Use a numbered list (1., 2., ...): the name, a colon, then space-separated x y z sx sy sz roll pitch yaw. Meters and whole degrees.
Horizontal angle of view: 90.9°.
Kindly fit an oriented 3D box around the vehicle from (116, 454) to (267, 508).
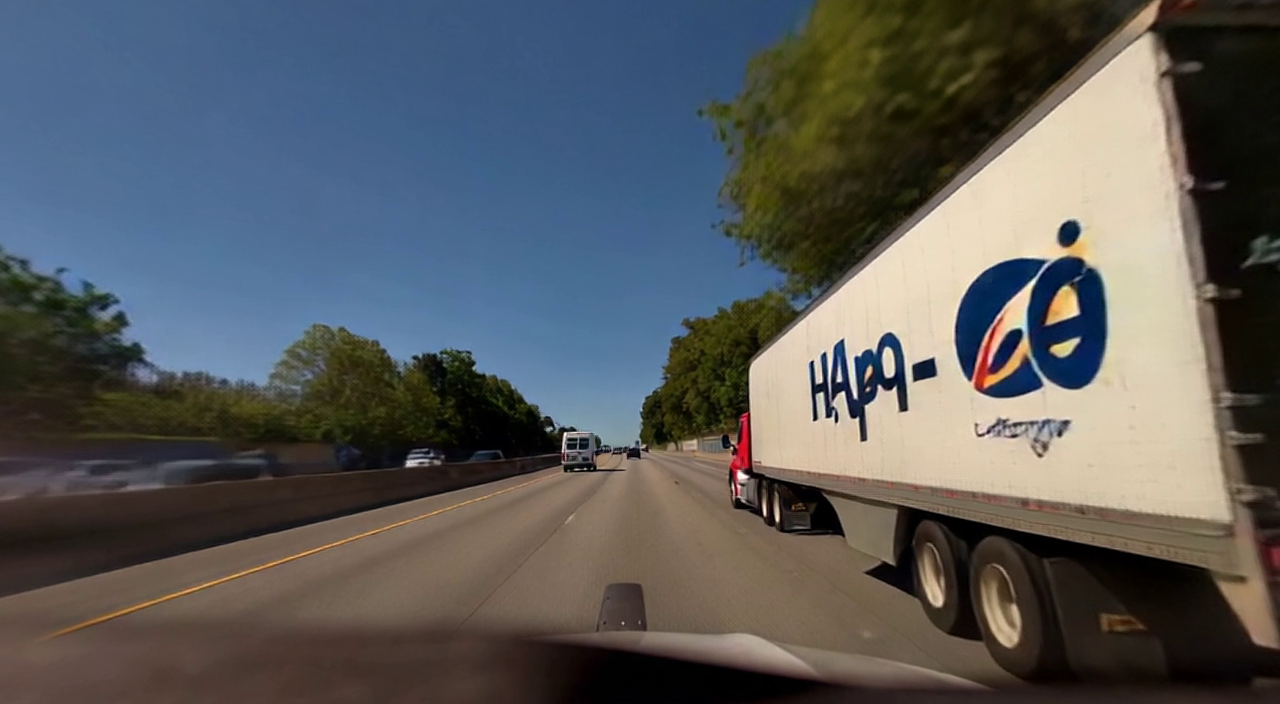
1. vehicle: -13.383 3.822 19.100 1.849 1.408 3.676 0 -9 0

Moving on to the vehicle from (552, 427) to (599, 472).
1. vehicle: -3.850 5.985 38.753 2.305 2.517 5.486 0 -9 0
